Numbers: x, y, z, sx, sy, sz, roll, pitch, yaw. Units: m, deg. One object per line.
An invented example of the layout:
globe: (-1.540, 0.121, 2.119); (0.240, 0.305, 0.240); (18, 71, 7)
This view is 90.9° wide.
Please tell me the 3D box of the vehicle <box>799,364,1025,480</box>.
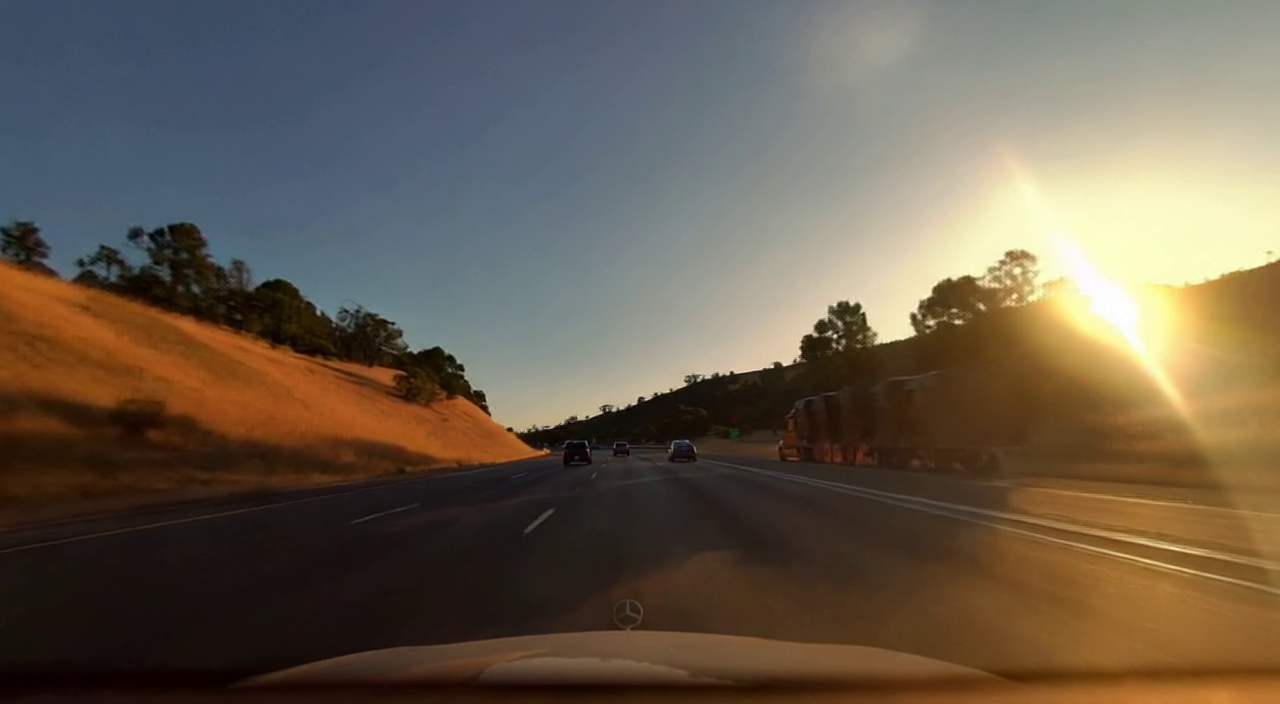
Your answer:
vehicle: (11.783, 3.713, 30.786); (2.953, 4.129, 16.568); (0, -8, -3)

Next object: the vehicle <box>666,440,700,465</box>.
vehicle: (3.066, 7.230, 45.525); (1.995, 1.712, 4.206); (0, -8, -3)

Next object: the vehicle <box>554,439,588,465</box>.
vehicle: (-5.077, 7.464, 47.225); (2.120, 1.855, 4.619); (0, -8, -1)
